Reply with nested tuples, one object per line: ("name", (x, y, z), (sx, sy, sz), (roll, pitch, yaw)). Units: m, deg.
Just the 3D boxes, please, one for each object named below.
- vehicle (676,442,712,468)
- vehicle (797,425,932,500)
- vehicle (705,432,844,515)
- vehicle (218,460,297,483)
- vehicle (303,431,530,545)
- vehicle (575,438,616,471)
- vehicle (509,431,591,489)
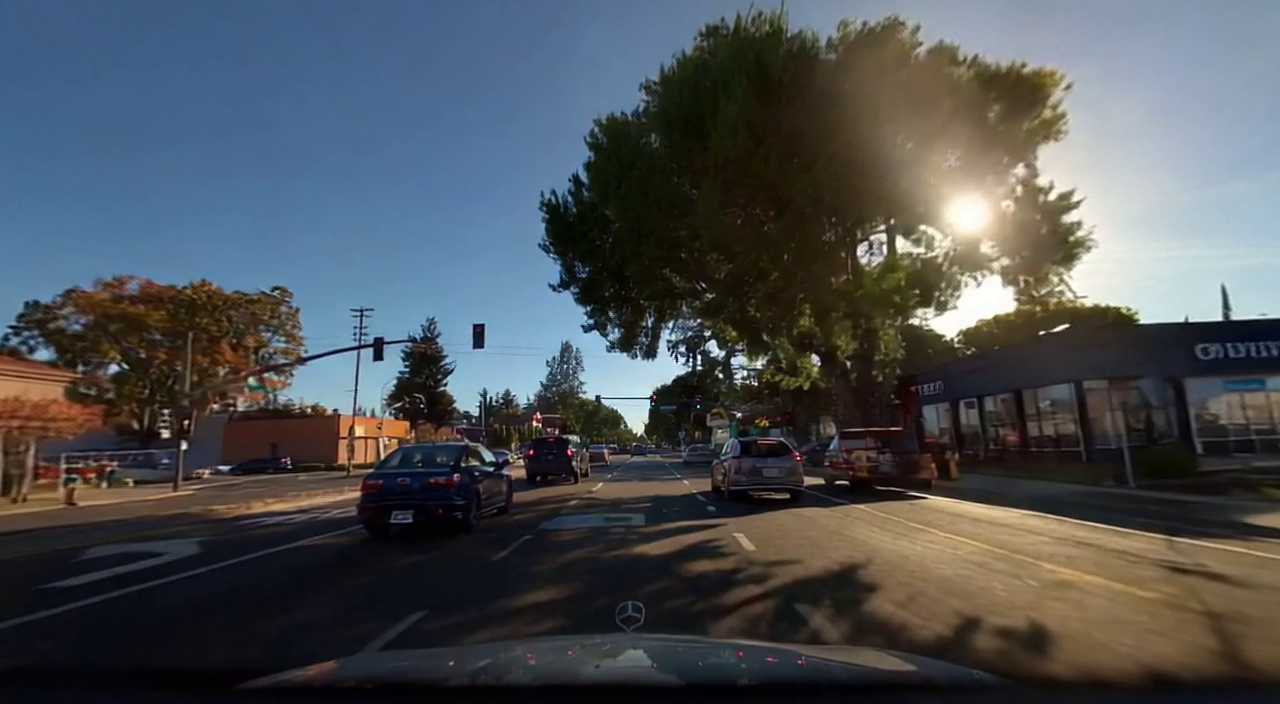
("vehicle", (3.494, 6.781, 41.603), (2.030, 1.628, 4.080), (0, -9, 0))
("vehicle", (5.875, 2.954, 17.186), (1.979, 1.738, 4.418), (0, -9, -1))
("vehicle", (2.708, 2.566, 13.787), (2.004, 1.512, 4.206), (0, -9, -1))
("vehicle", (-30.153, 9.425, 49.810), (5.026, 1.630, 1.832), (3, -9, -23))
("vehicle", (-3.402, 2.172, 10.788), (2.087, 1.494, 4.626), (-1, -9, 1))
("vehicle", (-2.676, 6.283, 38.863), (2.140, 1.868, 4.675), (0, -9, 1))
("vehicle", (-3.075, 3.811, 22.599), (2.187, 1.825, 4.621), (0, -9, 1))
